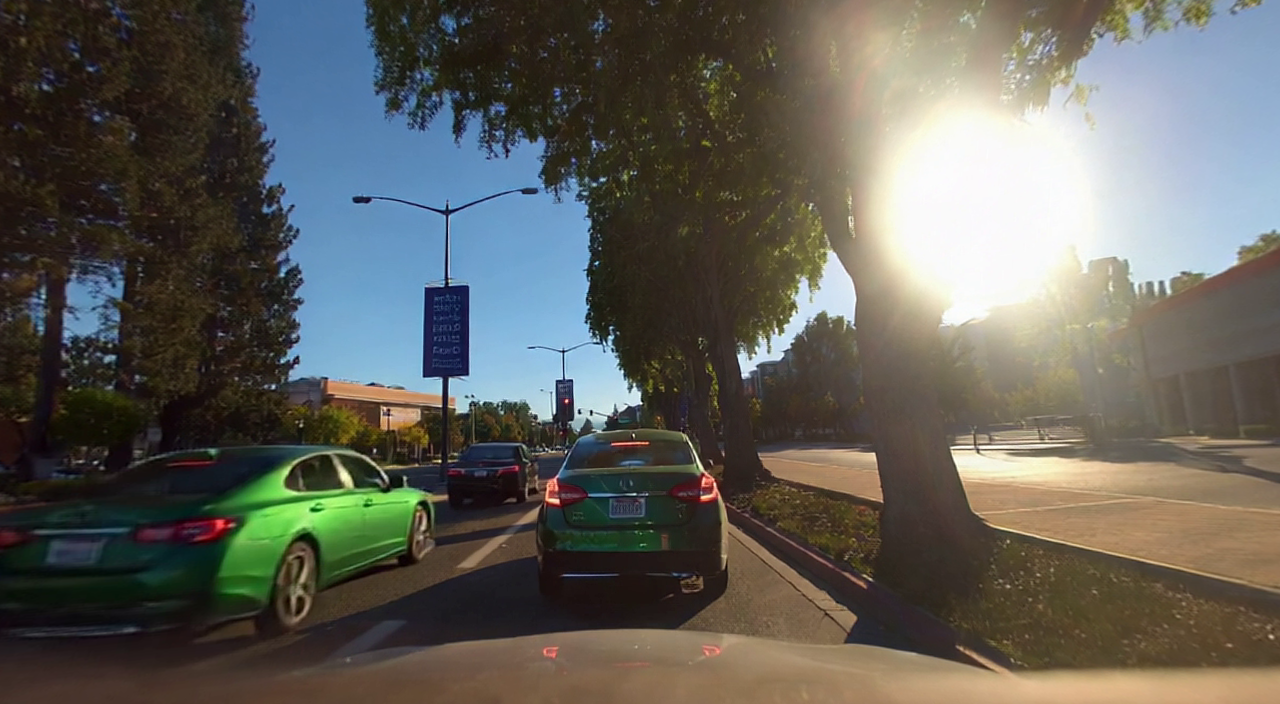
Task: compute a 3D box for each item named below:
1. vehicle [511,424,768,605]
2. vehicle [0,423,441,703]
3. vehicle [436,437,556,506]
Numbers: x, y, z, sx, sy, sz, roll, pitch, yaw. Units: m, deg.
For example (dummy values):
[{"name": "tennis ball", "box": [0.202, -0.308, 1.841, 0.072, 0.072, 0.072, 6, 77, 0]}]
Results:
[{"name": "vehicle", "box": [-0.062, 1.642, 7.292, 2.126, 1.475, 3.967, 0, -8, -2]}, {"name": "vehicle", "box": [-3.352, 1.402, 5.337, 1.952, 1.431, 4.383, 0, -8, -1]}, {"name": "vehicle", "box": [-3.459, 2.947, 16.098, 1.961, 1.487, 4.453, 0, -8, 1]}]
